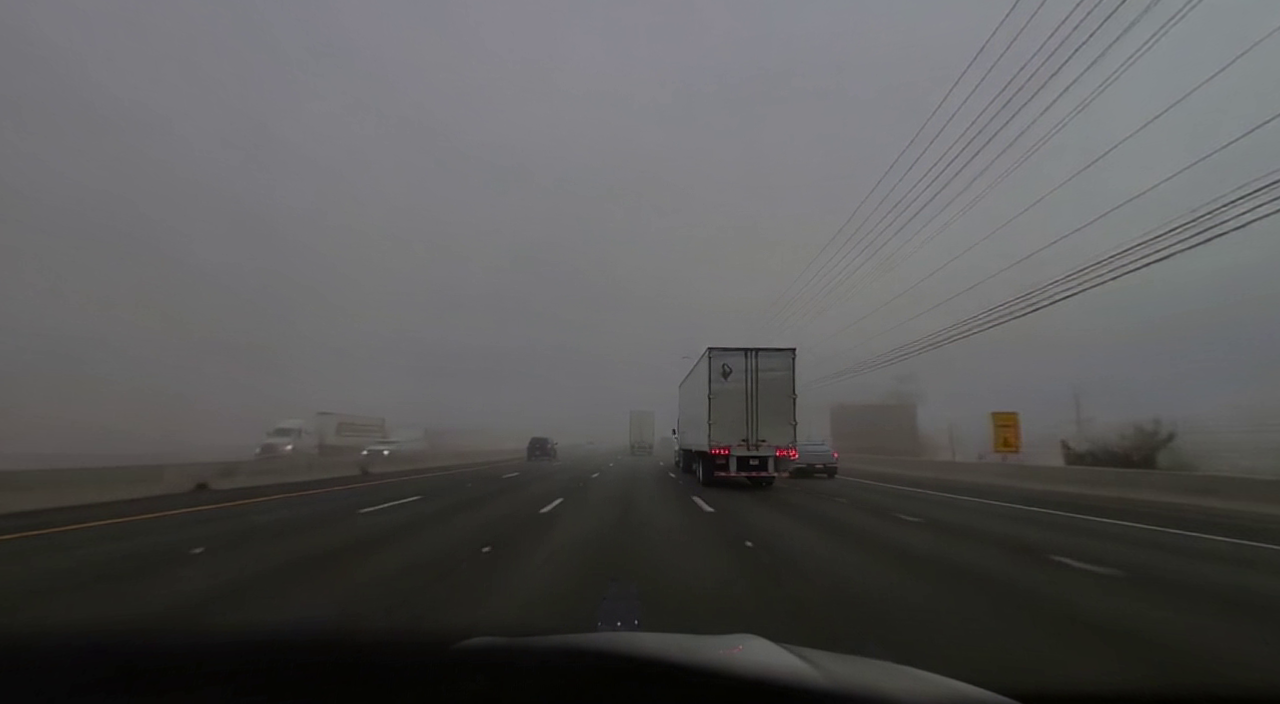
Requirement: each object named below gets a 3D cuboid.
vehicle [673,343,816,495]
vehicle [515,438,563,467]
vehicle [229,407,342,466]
[{"bbox_3d":[3.274,3.059,25.692,2.892,4.152,16.575,0,-9,0],"label":"vehicle"},{"bbox_3d":[-7.191,7.276,45.844,2.425,1.917,5.647,0,-9,2],"label":"vehicle"},{"bbox_3d":[-24.720,6.040,44.750,3.057,3.802,8.100,0,-9,1],"label":"vehicle"}]
